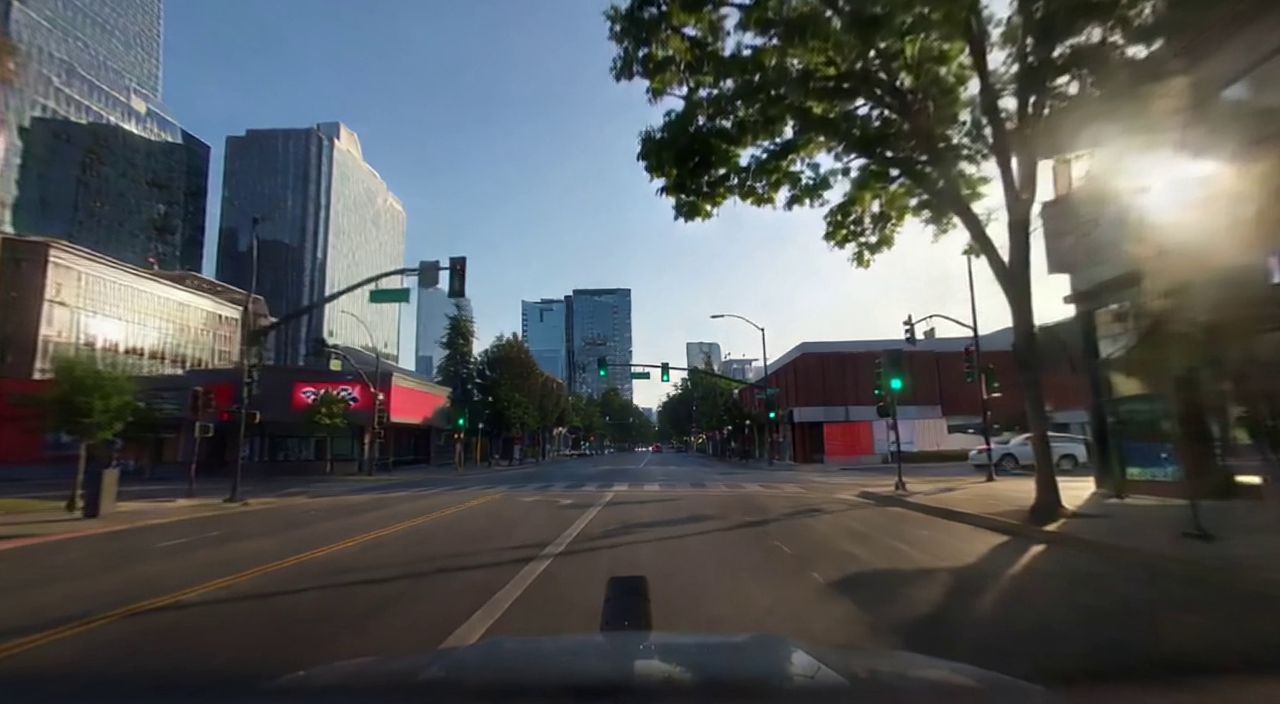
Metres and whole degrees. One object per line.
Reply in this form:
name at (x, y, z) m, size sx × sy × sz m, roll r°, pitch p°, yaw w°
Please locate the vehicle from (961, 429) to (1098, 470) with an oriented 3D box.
vehicle at (17.670, 4.455, 28.785) m, size 4.836 × 1.795 × 1.957 m, roll 0°, pitch -8°, yaw 2°
